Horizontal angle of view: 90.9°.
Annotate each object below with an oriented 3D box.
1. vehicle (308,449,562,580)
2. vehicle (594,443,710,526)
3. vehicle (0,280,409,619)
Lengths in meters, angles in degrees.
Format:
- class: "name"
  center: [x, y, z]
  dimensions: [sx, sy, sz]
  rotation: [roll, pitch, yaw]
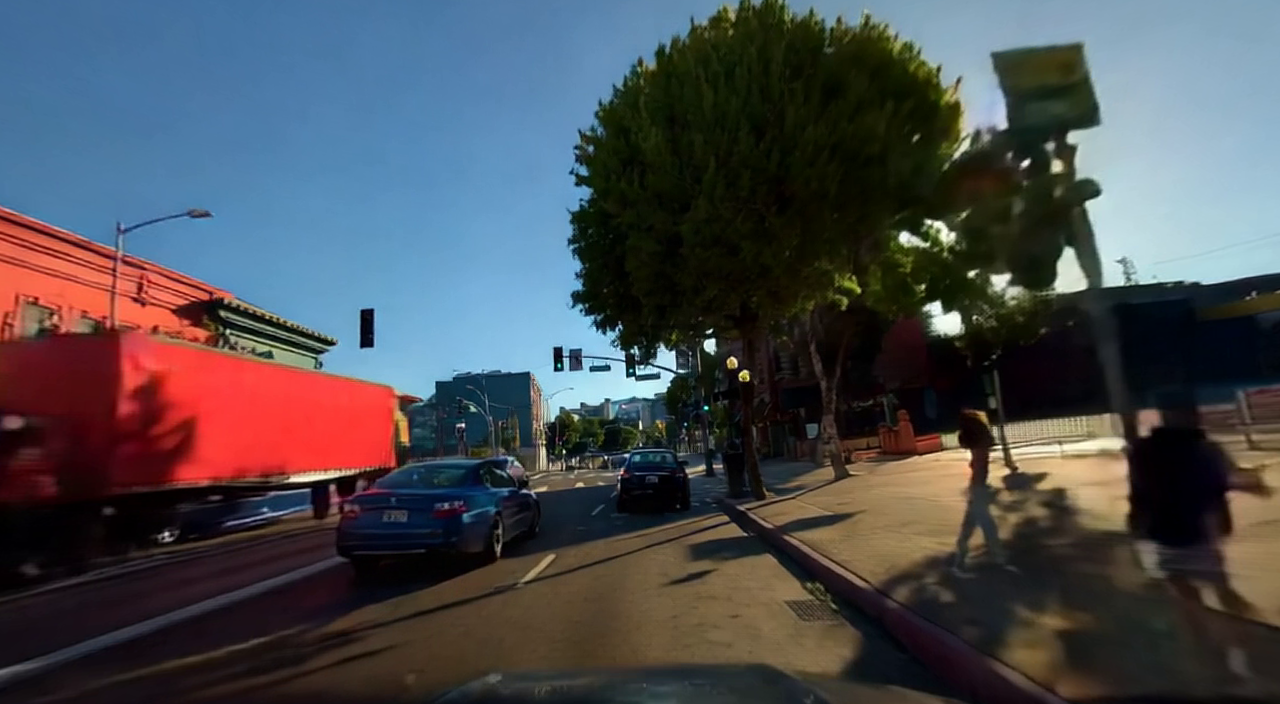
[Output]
- class: "vehicle"
  center: [-2.639, 2.223, 9.629]
  dimensions: [2.099, 1.424, 4.843]
  rotation: [0, -8, 2]
- class: "vehicle"
  center: [0.229, 2.683, 13.381]
  dimensions: [2.094, 1.478, 3.922]
  rotation: [0, -8, 1]
- class: "vehicle"
  center: [-8.632, 1.930, 13.136]
  dimensions: [2.986, 3.933, 11.600]
  rotation: [0, -8, 1]
